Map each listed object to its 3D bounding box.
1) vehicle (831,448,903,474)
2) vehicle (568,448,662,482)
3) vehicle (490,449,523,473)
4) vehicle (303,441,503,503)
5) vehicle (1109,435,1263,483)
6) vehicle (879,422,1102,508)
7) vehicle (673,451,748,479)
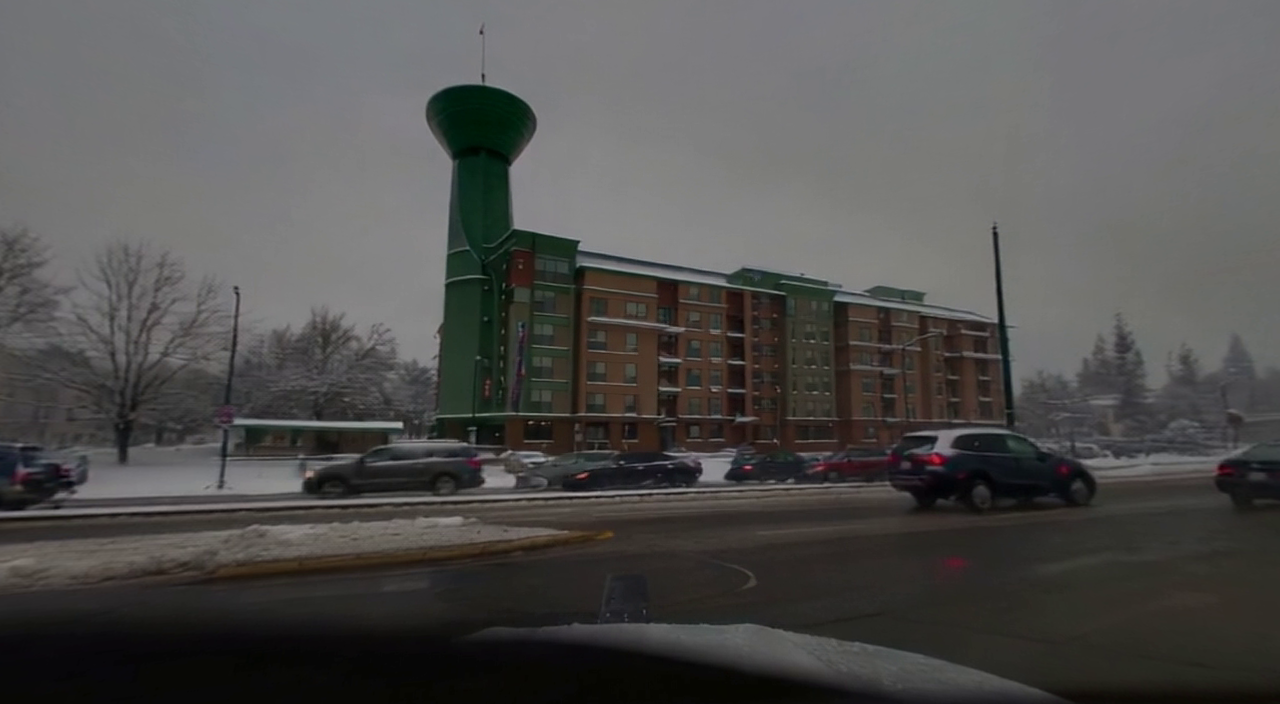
[{"bbox_3d":[15.967,7.617,44.248,4.604,1.600,1.875,3,-9,-23],"label":"vehicle"},{"bbox_3d":[-1.469,6.537,36.788,5.127,1.803,2.011,2,-9,-21],"label":"vehicle"},{"bbox_3d":[-9.310,7.531,43.779,1.845,1.509,3.855,2,-9,-18],"label":"vehicle"},{"bbox_3d":[-6.472,3.273,17.617,4.921,1.453,1.894,2,-9,-20],"label":"vehicle"},{"bbox_3d":[19.165,3.703,22.140,4.795,1.465,1.882,2,-9,-21],"label":"vehicle"},{"bbox_3d":[7.964,2.497,14.408,4.284,1.692,2.031,2,-9,-20],"label":"vehicle"},{"bbox_3d":[4.404,6.990,39.291,4.215,1.575,1.884,3,-9,-23],"label":"vehicle"}]
